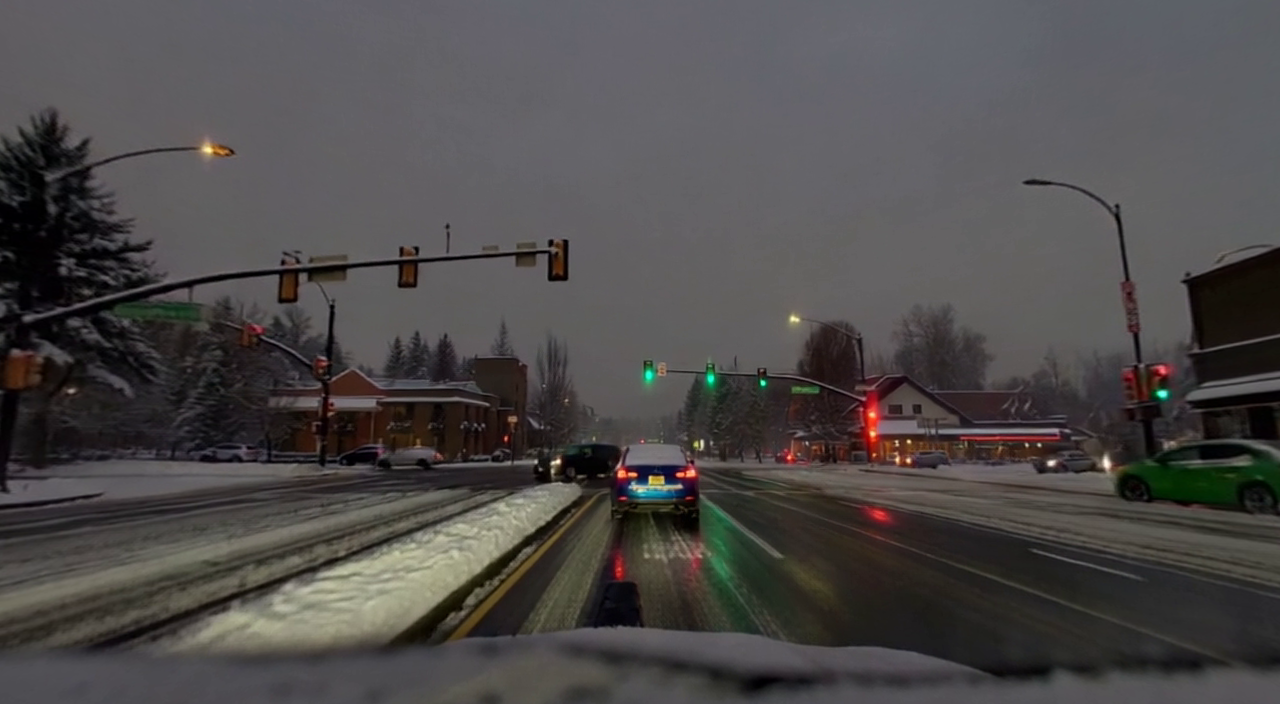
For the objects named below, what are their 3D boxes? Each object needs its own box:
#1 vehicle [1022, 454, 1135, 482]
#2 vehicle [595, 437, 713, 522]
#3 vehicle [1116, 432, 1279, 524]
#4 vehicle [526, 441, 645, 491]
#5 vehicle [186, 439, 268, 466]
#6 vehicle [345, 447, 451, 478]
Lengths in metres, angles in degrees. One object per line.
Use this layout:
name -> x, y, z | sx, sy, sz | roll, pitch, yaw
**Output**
vehicle -> 23.768, 6.278, 34.357 | 4.684, 1.412, 1.995 | 0, -9, -2
vehicle -> 0.279, 2.571, 13.263 | 2.067, 1.471, 4.241 | 0, -9, 1
vehicle -> 13.927, 2.696, 13.801 | 2.309, 1.819, 5.793 | 1, -9, -3
vehicle -> -1.997, 3.853, 21.732 | 2.213, 1.489, 4.626 | 5, -10, -31
vehicle -> -30.508, 7.415, 46.816 | 1.999, 1.702, 4.557 | -2, -7, 29
vehicle -> -11.904, 5.414, 31.207 | 4.531, 1.434, 1.841 | -2, -9, 10
